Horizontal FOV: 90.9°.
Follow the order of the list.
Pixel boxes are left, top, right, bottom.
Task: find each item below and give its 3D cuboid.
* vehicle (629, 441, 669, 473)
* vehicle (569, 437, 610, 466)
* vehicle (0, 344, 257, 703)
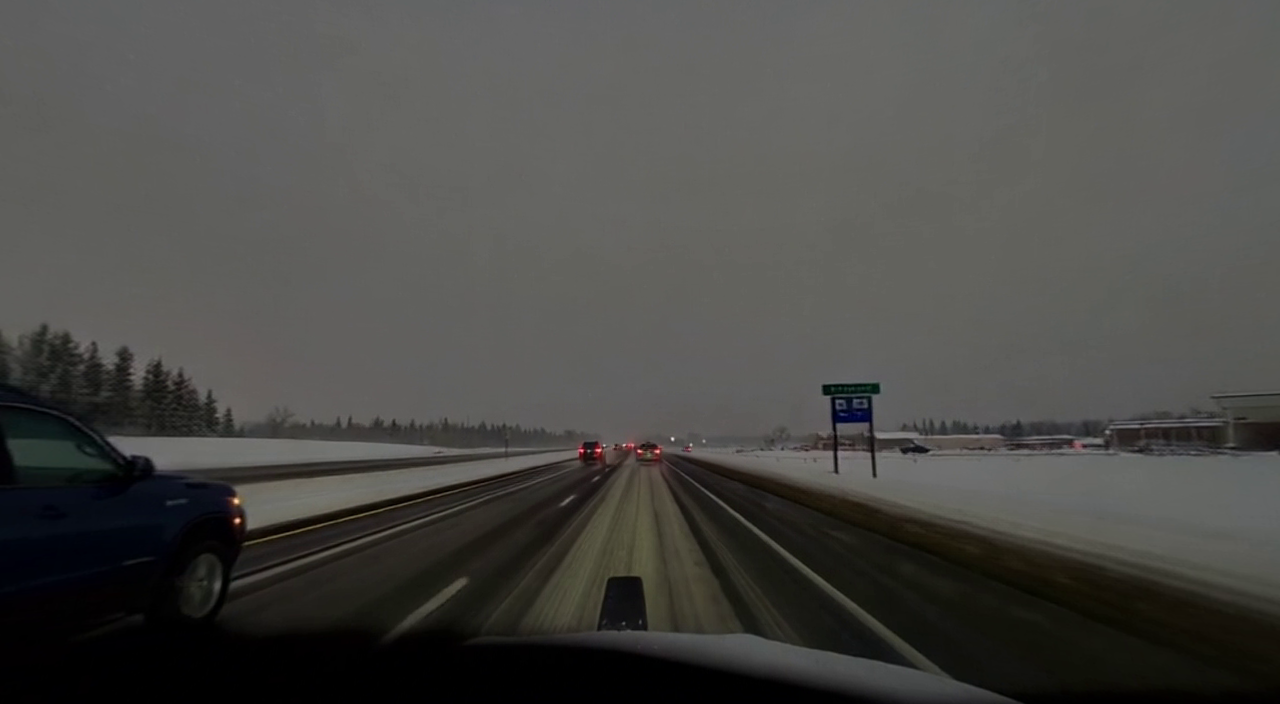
[{"bbox_3d":[0.464,5.542,33.525,2.000,1.558,3.945,0,-8,0],"label":"vehicle"},{"bbox_3d":[-3.547,7.153,45.649,2.403,1.946,5.623,0,-8,1],"label":"vehicle"},{"bbox_3d":[-3.948,0.768,2.217,2.239,1.761,4.620,0,-8,0],"label":"vehicle"}]
